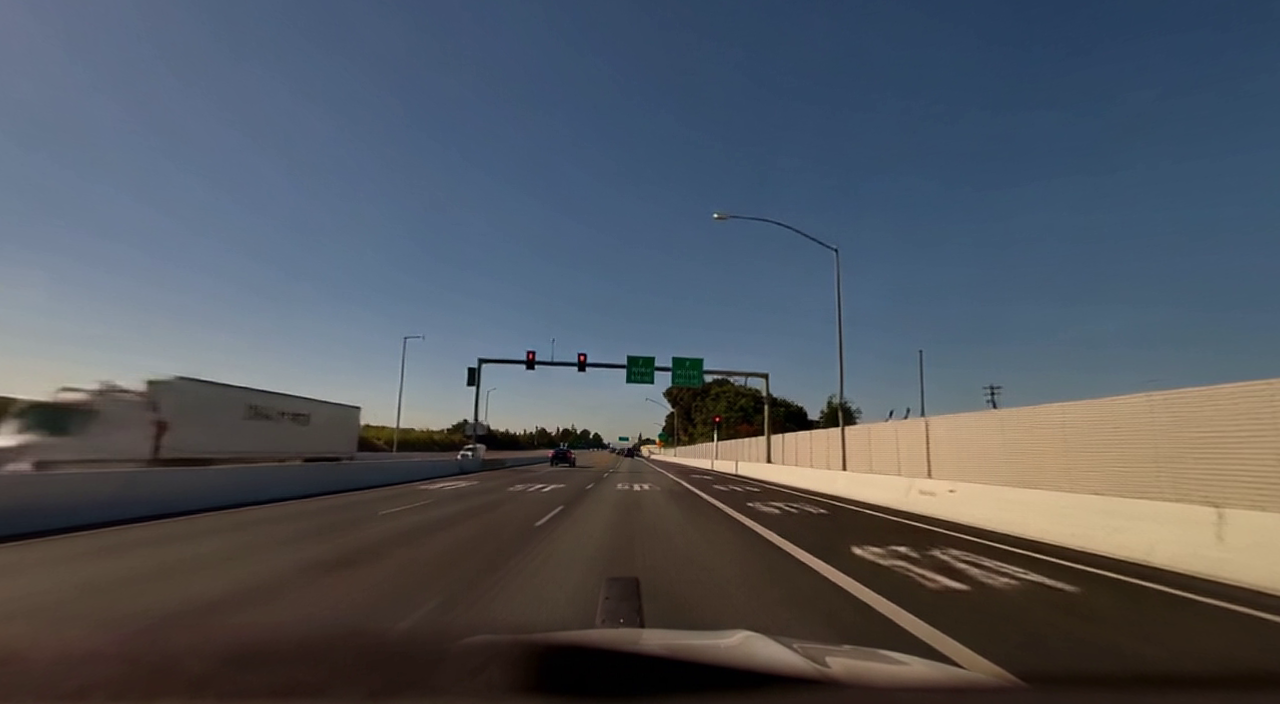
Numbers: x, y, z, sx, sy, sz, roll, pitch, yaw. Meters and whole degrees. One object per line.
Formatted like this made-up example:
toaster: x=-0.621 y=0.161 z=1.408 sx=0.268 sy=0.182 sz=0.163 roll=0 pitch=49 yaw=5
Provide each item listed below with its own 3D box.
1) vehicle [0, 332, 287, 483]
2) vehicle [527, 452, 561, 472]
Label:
vehicle: x=-16.096 y=2.129 z=20.827 sx=3.030 sy=3.757 sz=10.390 roll=0 pitch=-9 yaw=-2
vehicle: x=-7.415 y=8.501 z=49.119 sx=2.012 sy=1.456 sz=4.309 roll=0 pitch=-9 yaw=-1
